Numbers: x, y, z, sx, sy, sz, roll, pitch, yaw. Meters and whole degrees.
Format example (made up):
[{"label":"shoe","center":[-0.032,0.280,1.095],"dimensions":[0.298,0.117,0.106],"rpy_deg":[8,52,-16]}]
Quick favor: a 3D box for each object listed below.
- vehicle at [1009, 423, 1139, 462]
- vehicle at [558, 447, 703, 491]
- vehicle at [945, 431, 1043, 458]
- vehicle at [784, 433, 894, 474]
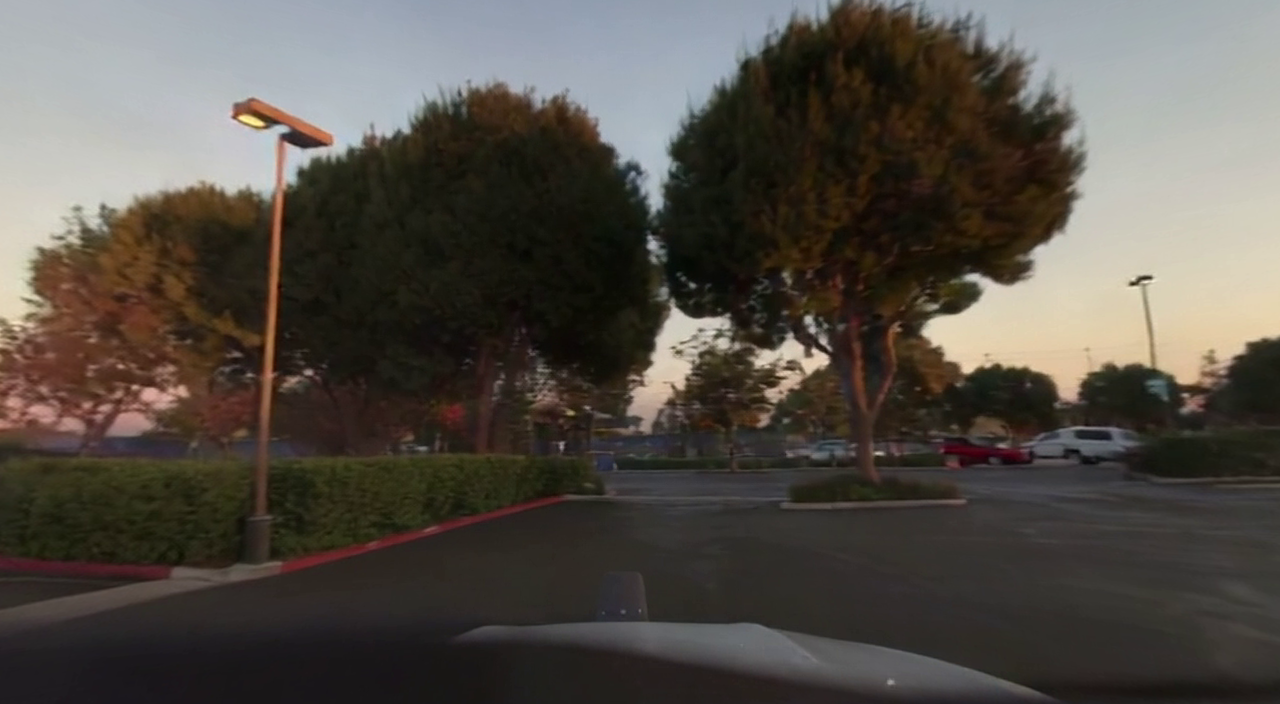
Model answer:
[{"label":"vehicle","center":[21.060,4.465,30.871],"dimensions":[4.660,1.687,1.981],"rpy_deg":[-3,-11,11]},{"label":"vehicle","center":[-0.294,4.123,22.514],"dimensions":[4.772,1.441,1.976],"rpy_deg":[-3,-9,15]},{"label":"vehicle","center":[20.841,5.482,37.349],"dimensions":[4.601,1.484,1.839],"rpy_deg":[-2,-9,8]},{"label":"vehicle","center":[8.033,4.127,25.754],"dimensions":[4.030,1.556,2.057],"rpy_deg":[-3,-9,16]}]
